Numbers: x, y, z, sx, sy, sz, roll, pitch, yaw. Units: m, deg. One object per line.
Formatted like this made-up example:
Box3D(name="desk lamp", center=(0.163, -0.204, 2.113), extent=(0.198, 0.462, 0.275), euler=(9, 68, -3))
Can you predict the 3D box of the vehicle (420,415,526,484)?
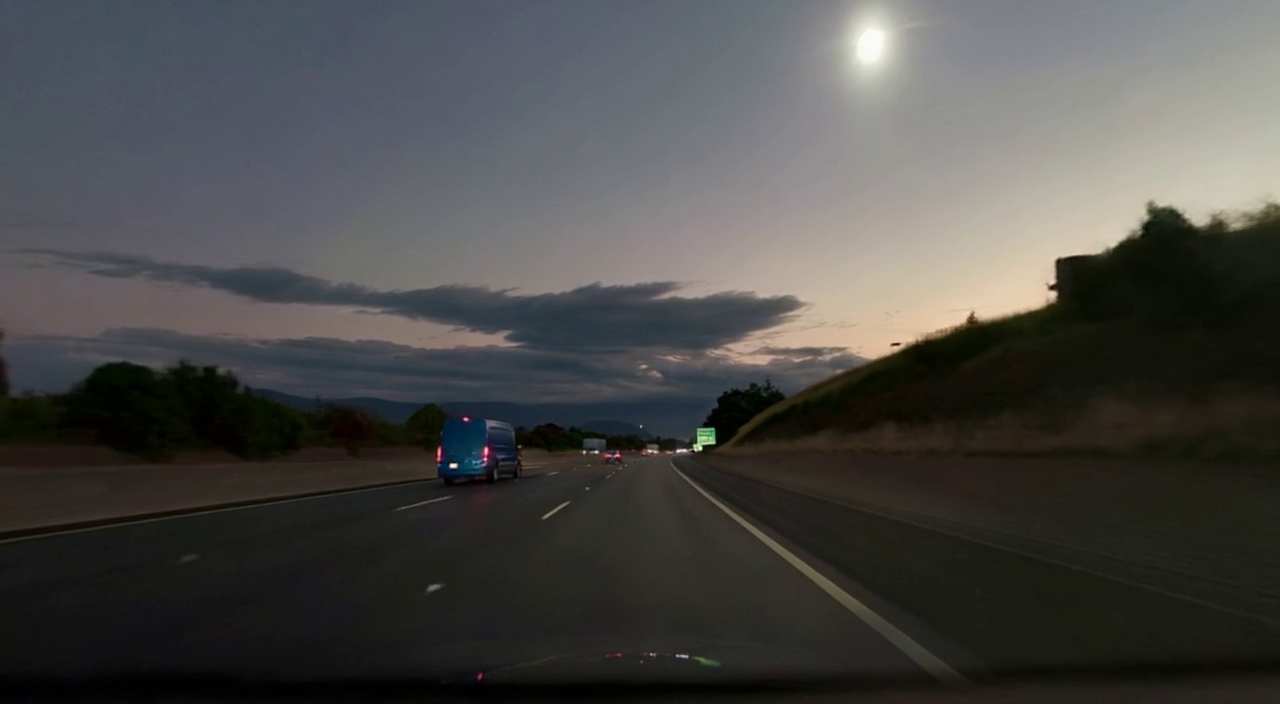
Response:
Box3D(name="vehicle", center=(-6.533, 3.970, 25.696), extent=(2.449, 2.471, 6.130), euler=(0, -9, 2))
